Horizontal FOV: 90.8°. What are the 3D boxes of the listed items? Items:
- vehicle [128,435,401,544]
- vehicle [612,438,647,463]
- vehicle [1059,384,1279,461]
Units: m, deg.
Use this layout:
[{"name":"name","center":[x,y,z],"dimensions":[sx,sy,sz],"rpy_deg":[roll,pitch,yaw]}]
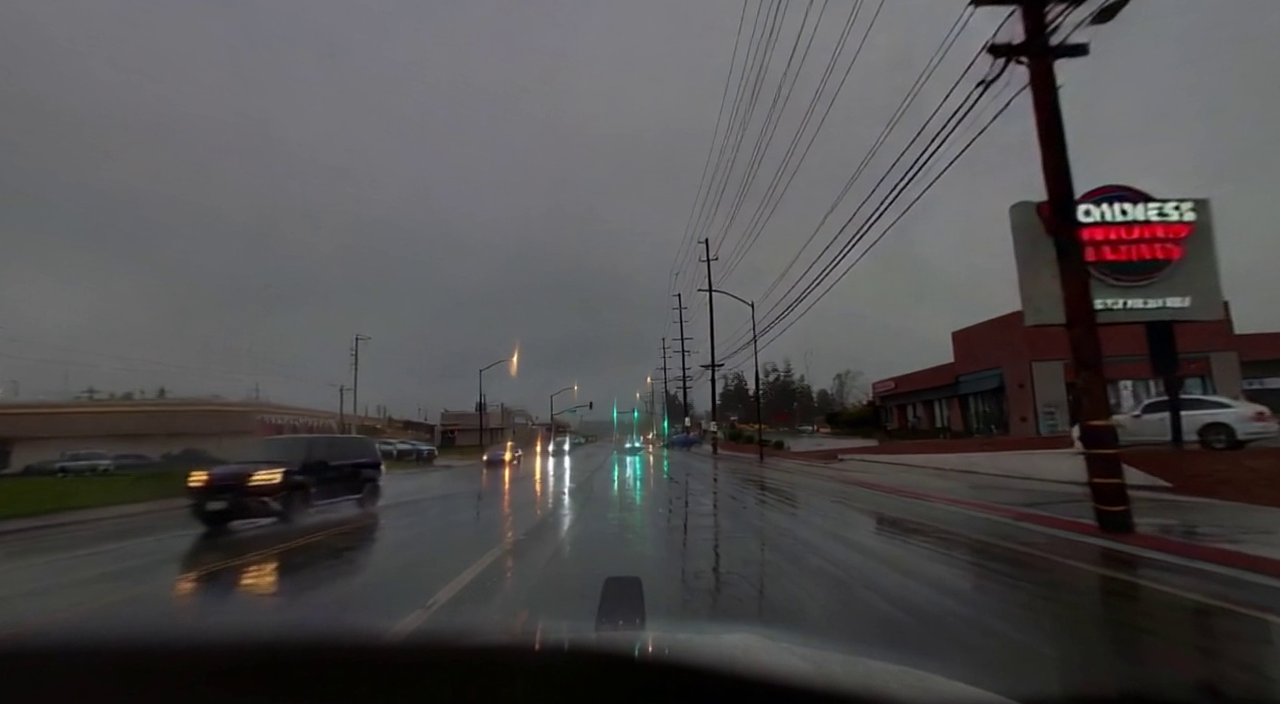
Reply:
[{"name":"vehicle","center":[-6.231,2.299,11.380],"dimensions":[1.987,1.515,4.789],"rpy_deg":[0,-8,0]},{"name":"vehicle","center":[-0.618,6.309,40.622],"dimensions":[2.097,1.472,4.544],"rpy_deg":[0,-8,0]},{"name":"vehicle","center":[13.566,1.763,15.651],"dimensions":[4.836,1.750,2.079],"rpy_deg":[0,-8,-1]}]
